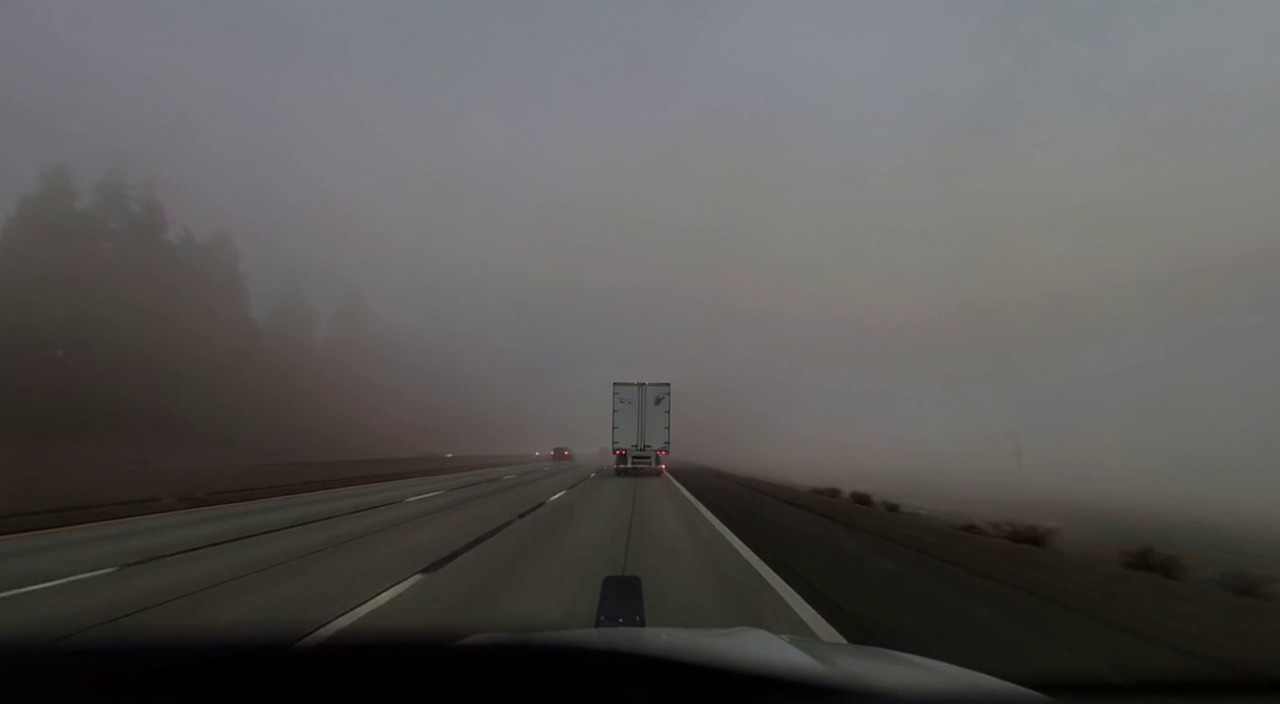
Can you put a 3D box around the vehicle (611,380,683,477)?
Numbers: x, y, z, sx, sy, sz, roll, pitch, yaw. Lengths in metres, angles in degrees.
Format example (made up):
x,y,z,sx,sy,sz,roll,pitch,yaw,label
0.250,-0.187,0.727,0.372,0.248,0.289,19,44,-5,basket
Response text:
x,y,z,sx,sy,sz,roll,pitch,yaw,label
0.171,4.107,32.769,3.052,4.132,11.336,0,-9,-1,vehicle
